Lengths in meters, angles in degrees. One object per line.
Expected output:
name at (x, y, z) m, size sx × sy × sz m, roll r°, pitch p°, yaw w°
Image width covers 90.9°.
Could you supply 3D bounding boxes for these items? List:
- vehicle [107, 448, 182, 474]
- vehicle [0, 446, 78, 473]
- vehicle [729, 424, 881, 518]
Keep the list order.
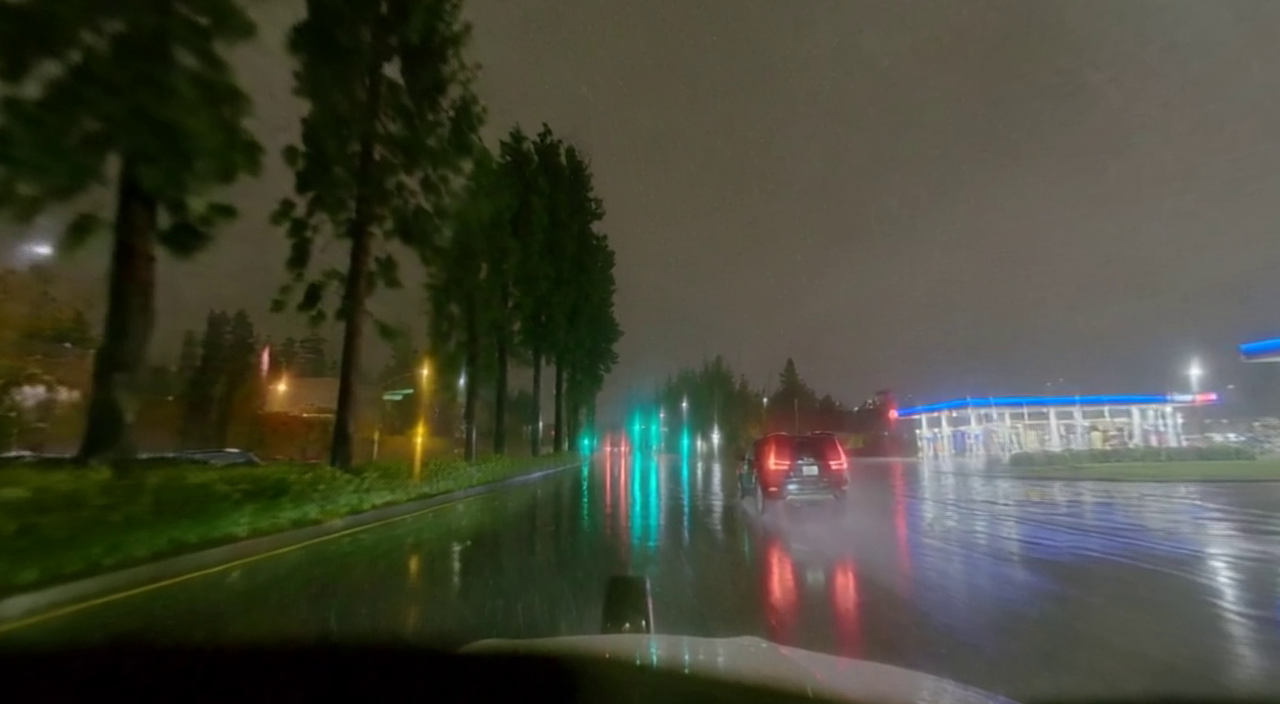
vehicle at (-32.118, 7.064, 40.896) m, size 3.472 × 1.423 × 1.760 m, roll -4°, pitch -8°, yaw 1°
vehicle at (-32.072, 5.596, 32.930) m, size 3.666 × 1.365 × 1.853 m, roll 0°, pitch -8°, yaw 2°
vehicle at (3.489, 2.640, 14.486) m, size 2.151 × 1.771 × 4.792 m, roll 0°, pitch -9°, yaw -1°
